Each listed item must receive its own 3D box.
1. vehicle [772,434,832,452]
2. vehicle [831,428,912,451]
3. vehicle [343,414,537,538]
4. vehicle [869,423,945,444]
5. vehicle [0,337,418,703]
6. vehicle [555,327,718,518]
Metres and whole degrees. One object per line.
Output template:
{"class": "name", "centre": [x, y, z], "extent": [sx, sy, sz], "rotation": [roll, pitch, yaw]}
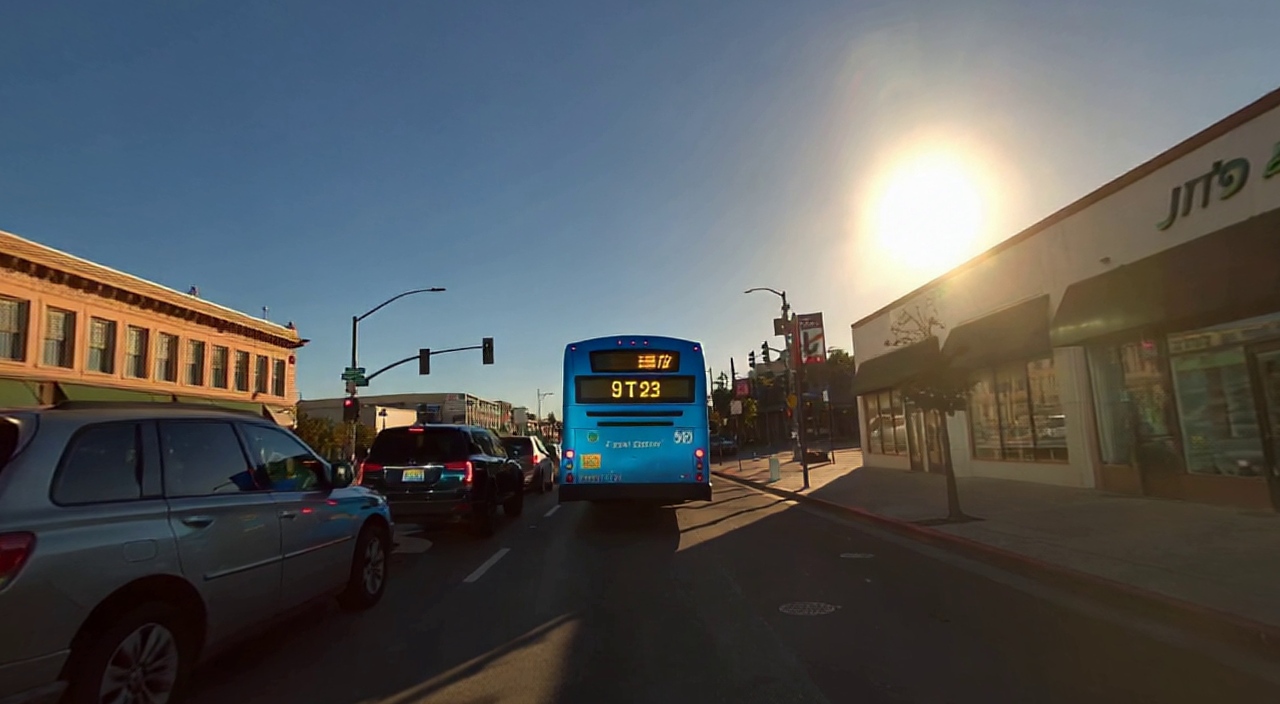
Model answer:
{"class": "vehicle", "centre": [11.943, 6.730, 46.687], "extent": [3.949, 1.337, 1.738], "rotation": [1, -9, -4]}
{"class": "vehicle", "centre": [15.626, 5.969, 42.893], "extent": [4.774, 1.492, 1.802], "rotation": [0, -9, 3]}
{"class": "vehicle", "centre": [-3.348, 2.194, 11.775], "extent": [2.096, 1.828, 4.669], "rotation": [0, -8, 0]}
{"class": "vehicle", "centre": [19.933, 6.095, 47.203], "extent": [4.827, 1.555, 1.863], "rotation": [1, -9, -6]}
{"class": "vehicle", "centre": [-3.209, 1.090, 3.975], "extent": [2.020, 1.725, 4.384], "rotation": [0, -8, 0]}
{"class": "vehicle", "centre": [-0.299, 1.994, 16.537], "extent": [2.938, 3.468, 9.972], "rotation": [0, -8, -3]}
